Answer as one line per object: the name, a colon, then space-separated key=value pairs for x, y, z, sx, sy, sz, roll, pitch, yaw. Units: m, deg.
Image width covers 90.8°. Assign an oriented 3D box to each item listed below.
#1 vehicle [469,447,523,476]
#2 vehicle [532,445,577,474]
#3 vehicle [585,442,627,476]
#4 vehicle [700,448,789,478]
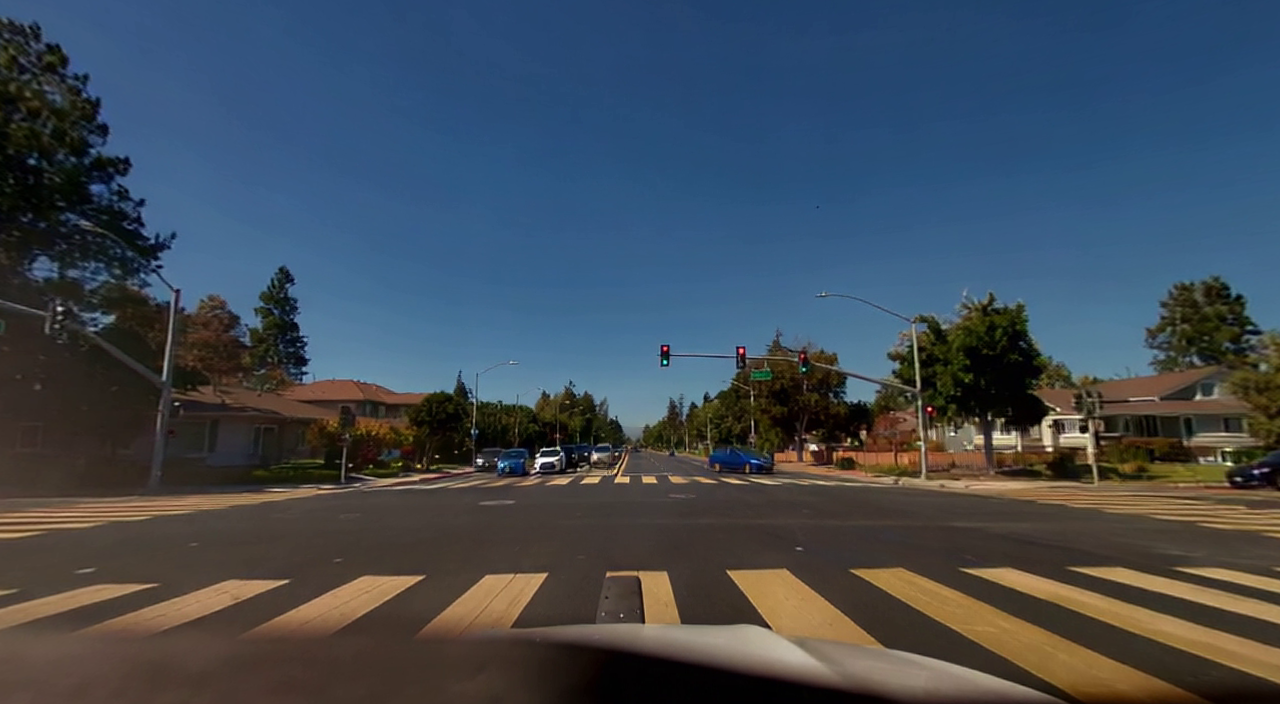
vehicle: x=-8.631 y=6.596 z=38.341 sx=2.028 sy=1.654 sz=5.027 roll=0 pitch=-9 yaw=0
vehicle: x=-5.211 y=6.608 z=39.017 sx=2.091 sy=1.707 sz=4.157 roll=0 pitch=-9 yaw=1
vehicle: x=-1.963 y=6.444 z=38.340 sx=2.355 sy=1.868 sz=5.125 roll=0 pitch=-9 yaw=-1
vehicle: x=5.451 y=5.745 z=32.945 sx=4.118 sy=1.491 sz=2.046 roll=4 pitch=-9 yaw=-25
